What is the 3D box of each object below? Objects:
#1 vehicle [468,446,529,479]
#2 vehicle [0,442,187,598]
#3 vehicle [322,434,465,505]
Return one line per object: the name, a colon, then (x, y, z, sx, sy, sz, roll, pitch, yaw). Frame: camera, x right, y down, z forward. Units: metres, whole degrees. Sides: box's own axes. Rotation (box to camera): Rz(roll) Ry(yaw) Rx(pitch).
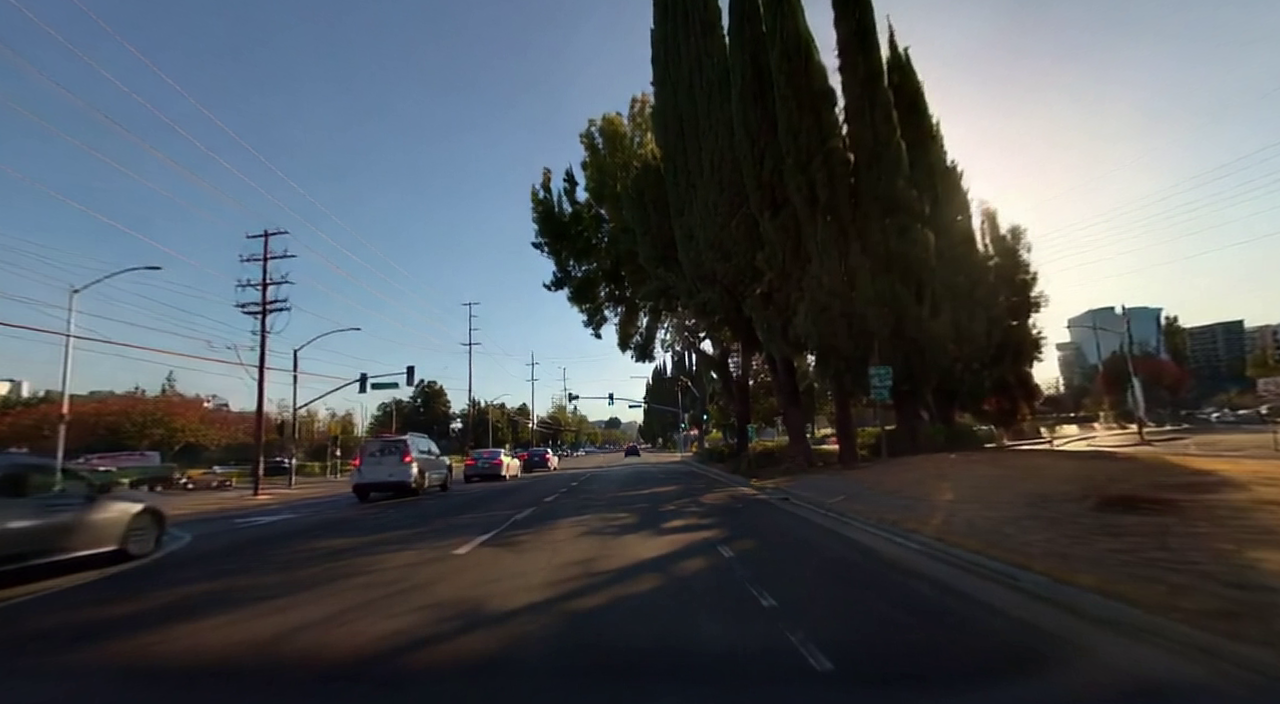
vehicle: (-6.924, 5.437, 31.429, 1.854, 1.481, 4.518, 0, -9, 2)
vehicle: (-7.074, 1.626, 6.213, 2.008, 1.456, 4.409, 0, -9, -1)
vehicle: (-6.976, 3.360, 18.596, 2.101, 1.768, 5.040, 0, -9, 1)
